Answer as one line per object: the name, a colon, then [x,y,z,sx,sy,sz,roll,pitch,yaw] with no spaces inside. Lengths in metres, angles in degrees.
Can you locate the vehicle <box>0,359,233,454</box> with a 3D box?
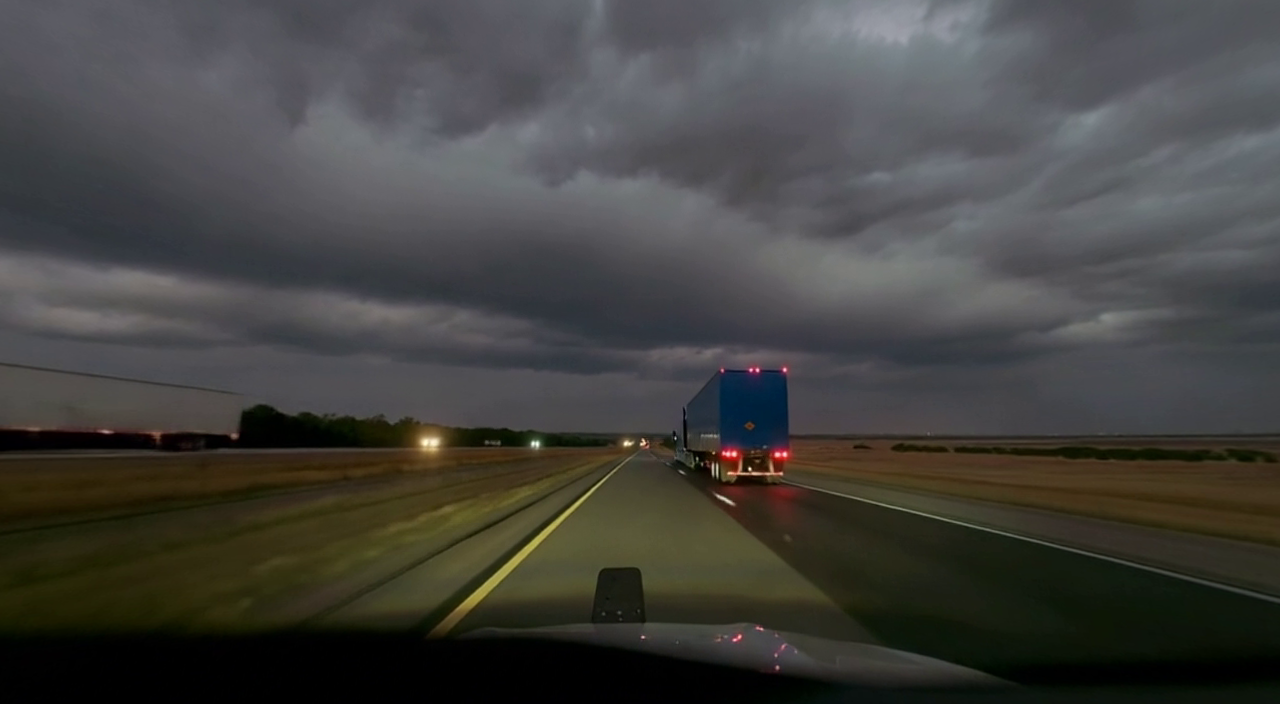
vehicle: [-29.321,3.501,34.676,2.885,4.071,16.500,0,-9,0]

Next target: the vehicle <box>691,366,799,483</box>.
vehicle: [4.285,3.568,29.065,2.818,4.206,12.987,0,-9,0]
